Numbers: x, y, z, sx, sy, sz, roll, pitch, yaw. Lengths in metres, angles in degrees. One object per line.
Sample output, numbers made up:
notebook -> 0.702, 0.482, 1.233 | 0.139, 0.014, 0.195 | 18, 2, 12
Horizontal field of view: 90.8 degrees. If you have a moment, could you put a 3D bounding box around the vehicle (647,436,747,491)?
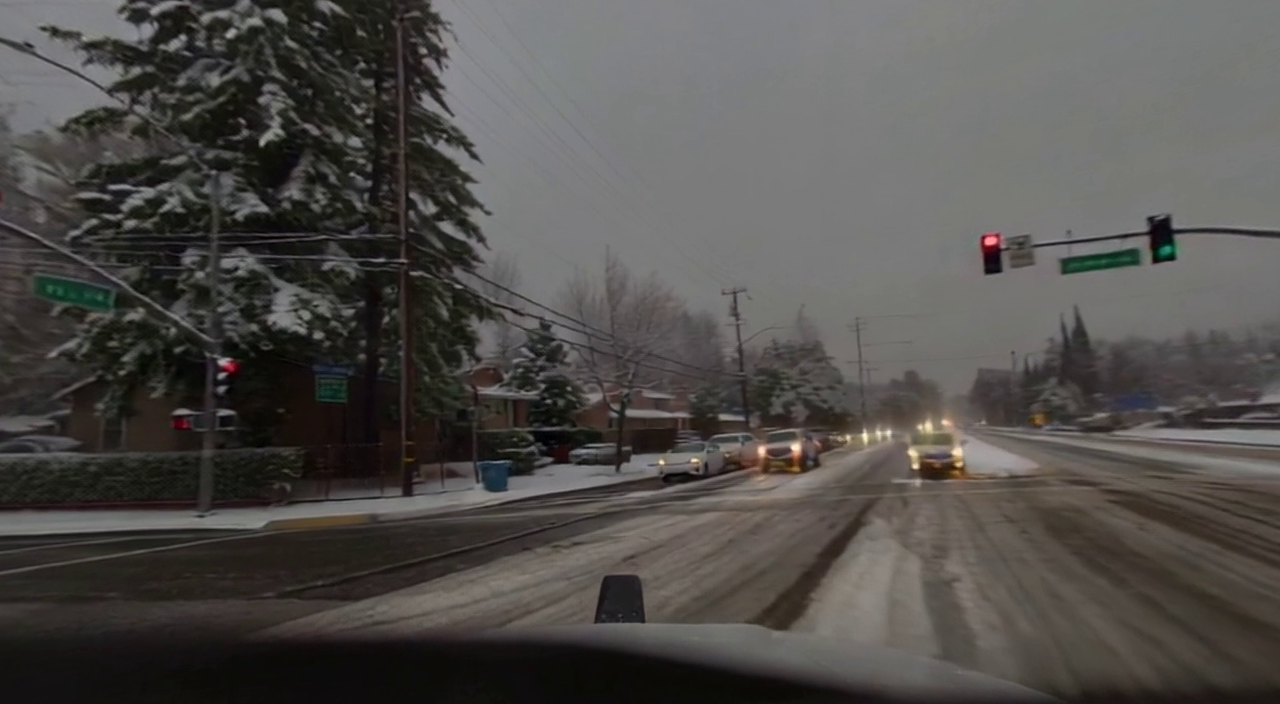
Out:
vehicle -> 2.226, 4.076, 23.475 | 2.241, 1.819, 4.690 | -4, -9, 24

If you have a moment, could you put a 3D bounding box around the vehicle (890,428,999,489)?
vehicle -> 8.479, 2.998, 18.069 | 2.174, 1.477, 4.805 | -4, -9, 19

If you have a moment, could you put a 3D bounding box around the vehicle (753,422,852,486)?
vehicle -> 5.968, 3.615, 22.645 | 2.479, 1.977, 5.254 | -4, -9, 24
